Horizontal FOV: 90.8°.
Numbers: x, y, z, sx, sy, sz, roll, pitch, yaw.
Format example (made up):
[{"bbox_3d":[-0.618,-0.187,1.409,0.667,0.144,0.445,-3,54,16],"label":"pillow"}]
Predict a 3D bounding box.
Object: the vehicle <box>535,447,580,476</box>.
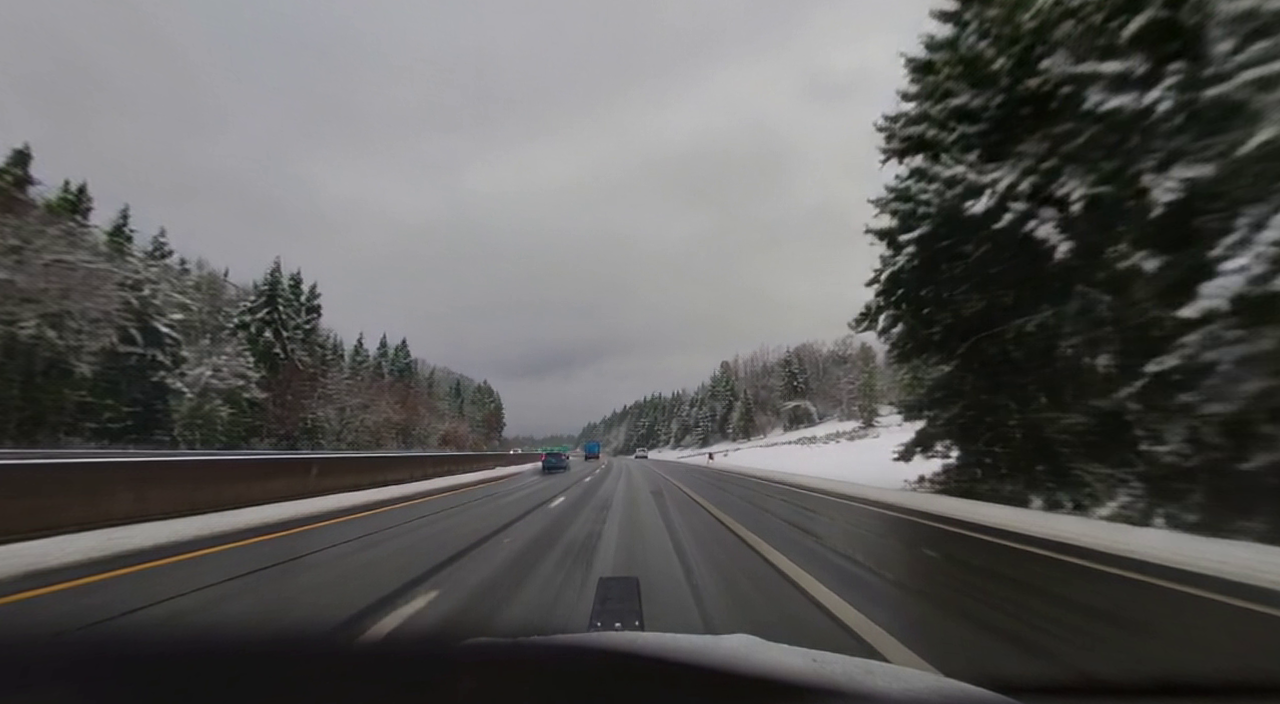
[{"bbox_3d":[-4.675,6.205,36.159,2.049,1.521,4.366,0,-9,-1],"label":"vehicle"}]
